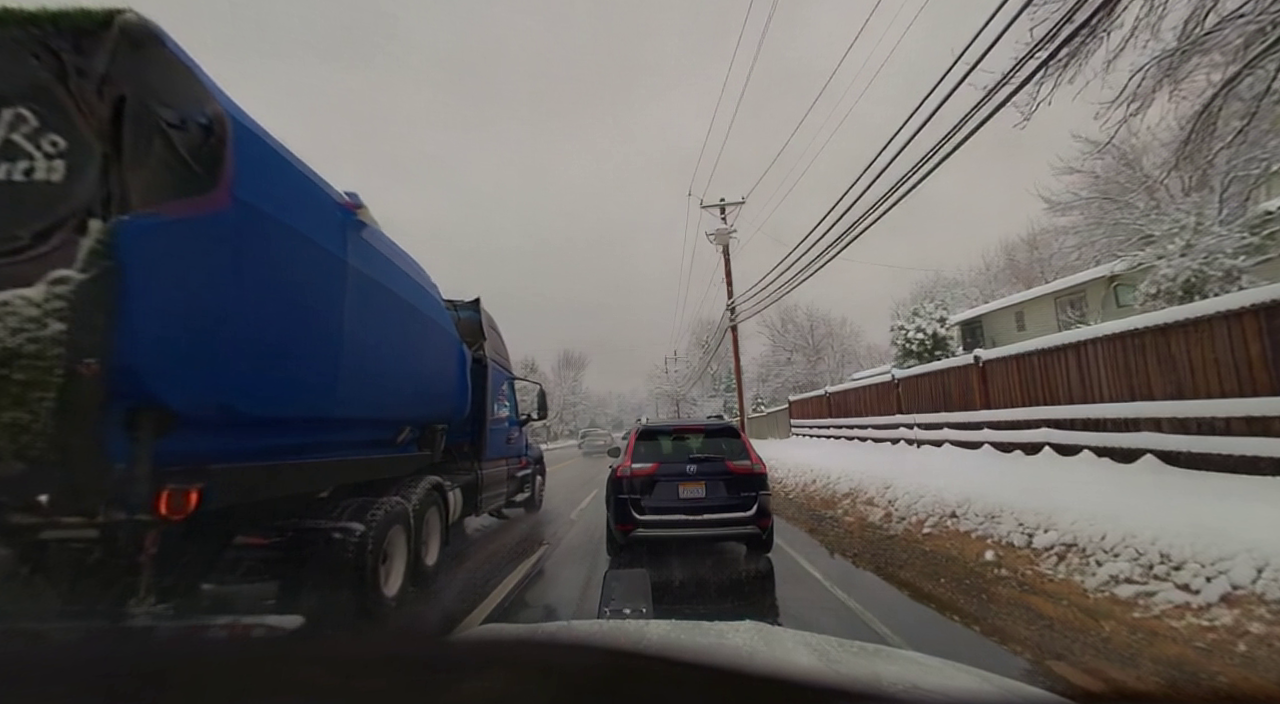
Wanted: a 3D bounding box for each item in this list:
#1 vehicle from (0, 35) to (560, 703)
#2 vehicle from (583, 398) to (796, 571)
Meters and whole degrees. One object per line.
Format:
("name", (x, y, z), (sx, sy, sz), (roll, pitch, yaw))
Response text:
("vehicle", (-3.115, 0.685, 7.767), (2.928, 3.658, 8.980), (0, -9, 1))
("vehicle", (0.475, 1.662, 8.564), (2.174, 1.749, 4.113), (0, -9, -1))
